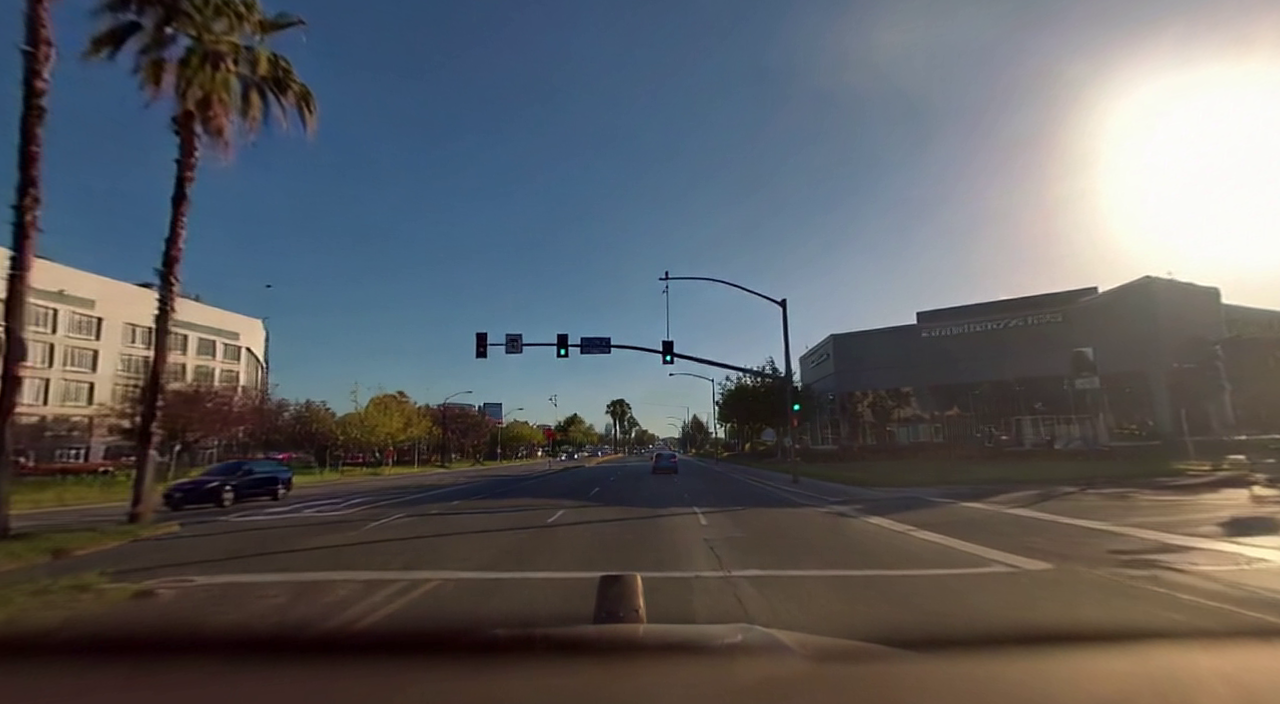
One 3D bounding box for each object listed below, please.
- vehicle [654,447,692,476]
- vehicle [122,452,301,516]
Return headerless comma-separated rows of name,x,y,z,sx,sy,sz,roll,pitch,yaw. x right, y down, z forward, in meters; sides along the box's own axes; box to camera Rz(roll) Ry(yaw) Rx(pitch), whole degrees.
vehicle,1.918,6.534,37.987,1.969,1.555,4.431,0,-8,0
vehicle,-11.492,3.527,17.369,2.033,1.494,4.048,0,-8,1
